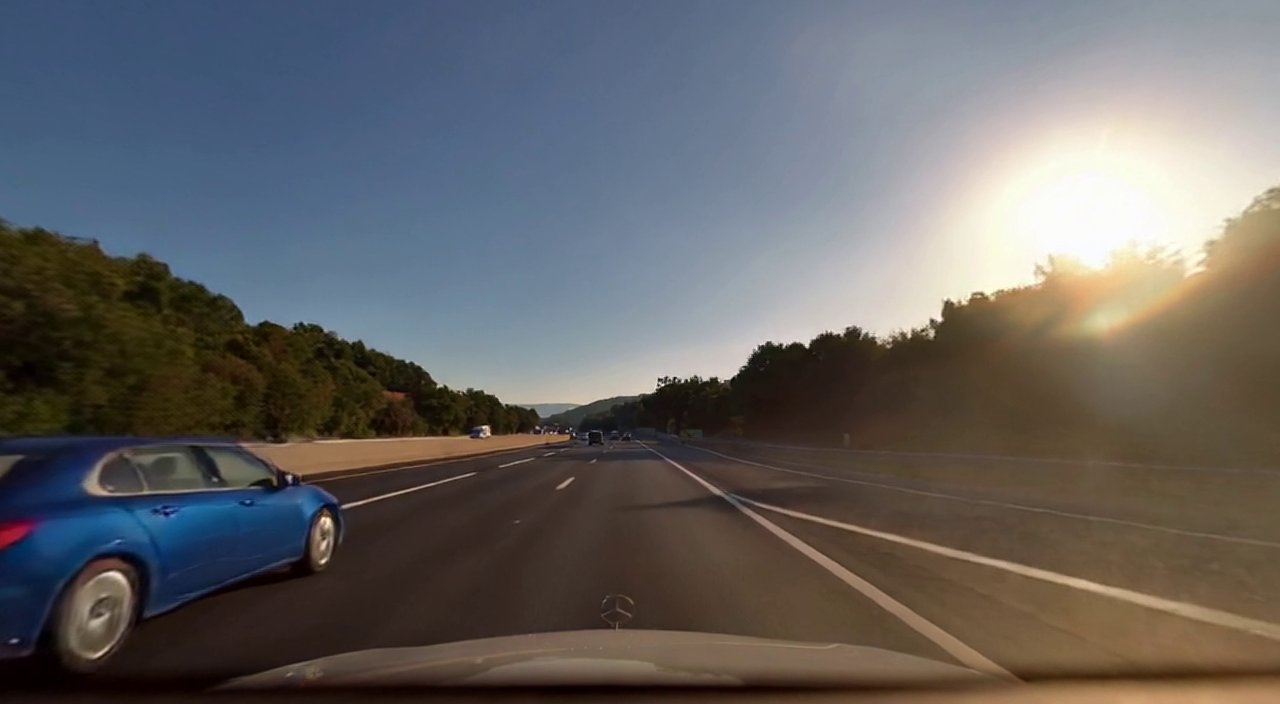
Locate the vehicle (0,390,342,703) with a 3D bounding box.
[{"bbox_3d":[-3.743,1.044,3.568,2.026,1.517,4.325,0,-8,-1],"label":"vehicle"}]
